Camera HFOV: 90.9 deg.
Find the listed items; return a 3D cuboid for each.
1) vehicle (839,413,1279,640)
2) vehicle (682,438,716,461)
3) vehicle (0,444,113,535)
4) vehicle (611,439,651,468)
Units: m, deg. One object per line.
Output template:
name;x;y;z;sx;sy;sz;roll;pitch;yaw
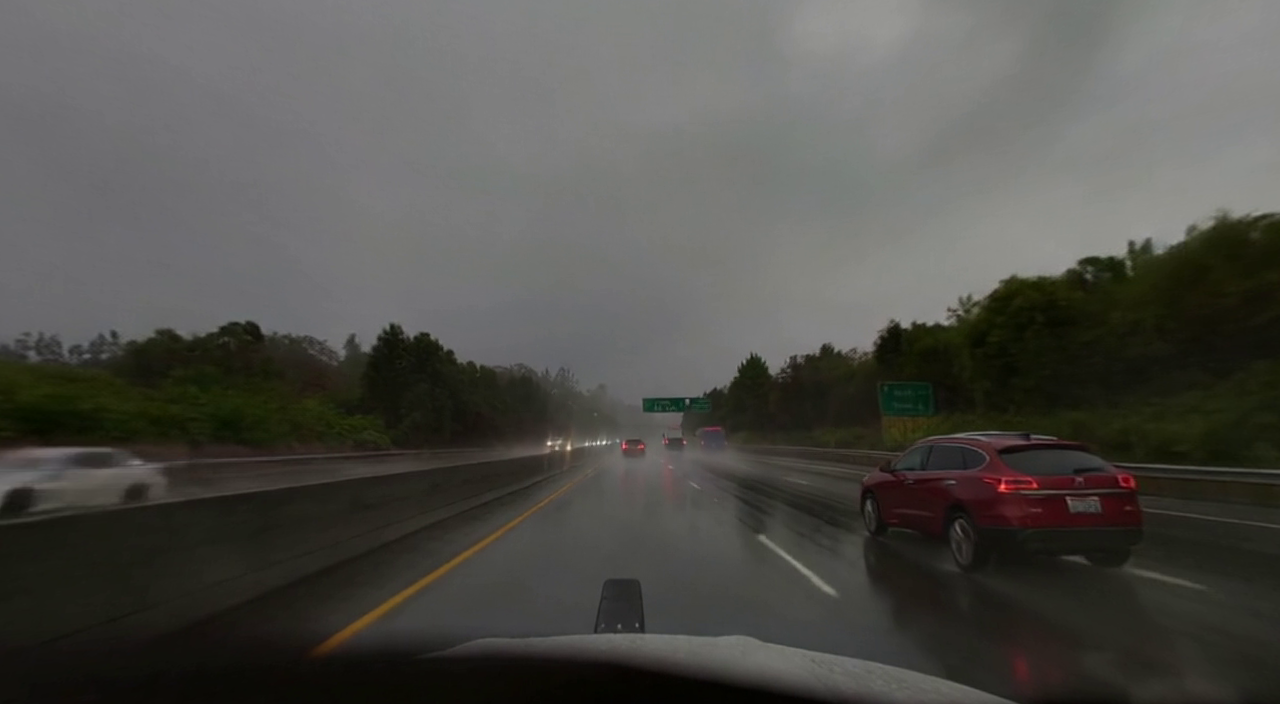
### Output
vehicle;3.888;1.482;6.633;1.961;1.495;4.743;0;-8;-1
vehicle;4.214;6.972;45.392;1.995;1.556;3.893;0;-8;-2
vehicle;-11.277;2.210;10.025;1.949;1.422;4.500;0;-8;-1
vehicle;-0.518;5.500;34.618;2.055;1.466;4.317;0;-8;-1
